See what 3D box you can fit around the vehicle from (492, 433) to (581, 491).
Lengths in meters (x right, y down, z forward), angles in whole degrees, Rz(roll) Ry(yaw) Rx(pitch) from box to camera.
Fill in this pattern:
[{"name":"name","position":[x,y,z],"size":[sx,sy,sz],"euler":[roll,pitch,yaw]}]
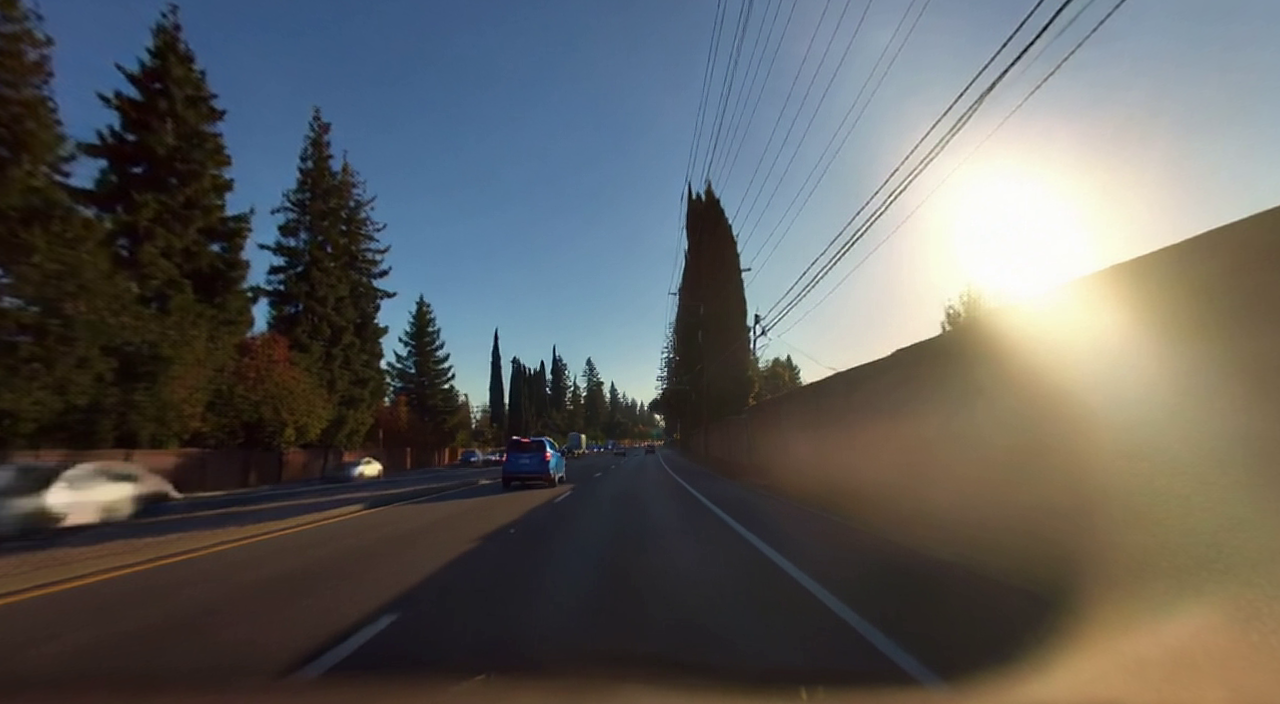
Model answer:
[{"name":"vehicle","position":[-3.320,3.635,21.149],"size":[2.147,1.730,4.555],"euler":[0,-8,1]}]

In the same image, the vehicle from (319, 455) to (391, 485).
[{"name":"vehicle","position":[-15.732,6.513,34.984],"size":[1.921,1.467,4.297],"euler":[0,-8,1]}]
